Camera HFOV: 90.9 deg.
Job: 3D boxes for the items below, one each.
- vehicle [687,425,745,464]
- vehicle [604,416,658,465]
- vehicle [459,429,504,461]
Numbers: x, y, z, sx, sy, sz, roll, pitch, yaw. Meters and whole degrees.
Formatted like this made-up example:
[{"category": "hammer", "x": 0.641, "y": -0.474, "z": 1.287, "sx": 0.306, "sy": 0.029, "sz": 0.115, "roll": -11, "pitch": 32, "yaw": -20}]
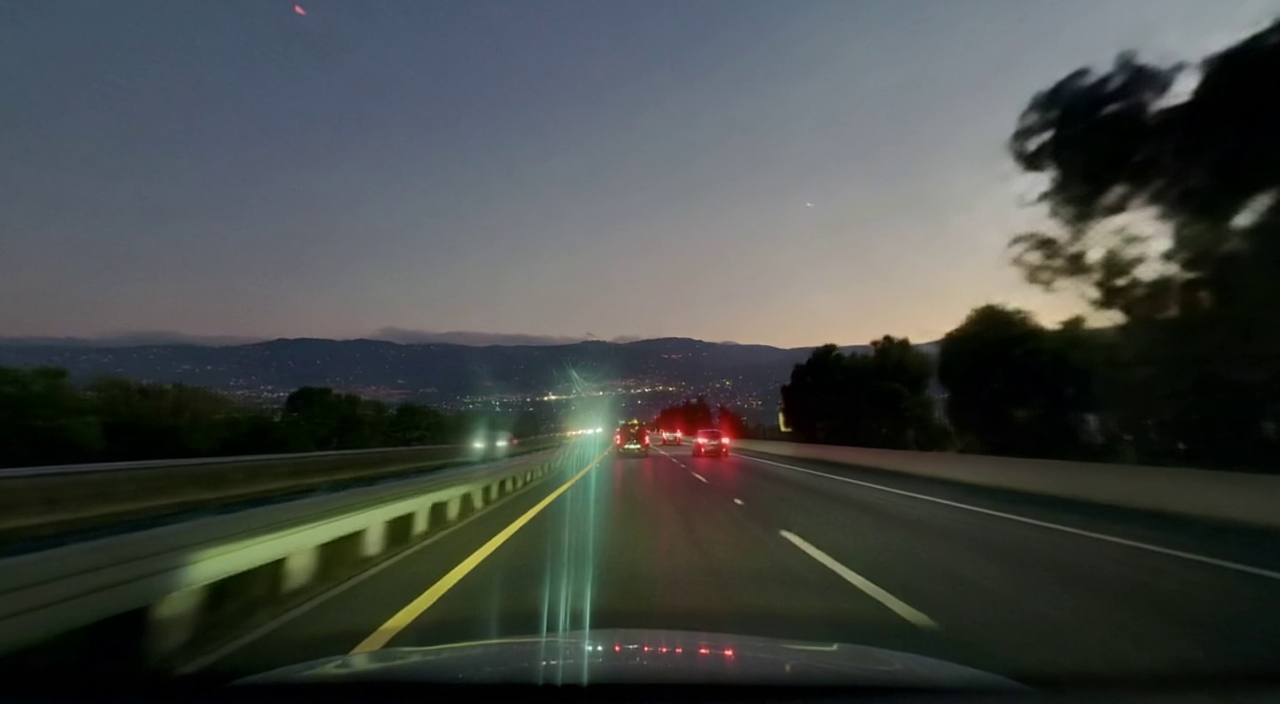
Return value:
[{"category": "vehicle", "x": 3.364, "y": 4.190, "z": 28.629, "sx": 1.981, "sy": 1.606, "sz": 3.956, "roll": 0, "pitch": -8, "yaw": -2}, {"category": "vehicle", "x": -0.456, "y": 4.100, "z": 29.261, "sx": 2.270, "sy": 2.044, "sz": 4.633, "roll": 0, "pitch": -8, "yaw": -2}, {"category": "vehicle", "x": -9.302, "y": 5.474, "z": 37.226, "sx": 1.811, "sy": 1.736, "sz": 3.792, "roll": -2, "pitch": -7, "yaw": -1}]
